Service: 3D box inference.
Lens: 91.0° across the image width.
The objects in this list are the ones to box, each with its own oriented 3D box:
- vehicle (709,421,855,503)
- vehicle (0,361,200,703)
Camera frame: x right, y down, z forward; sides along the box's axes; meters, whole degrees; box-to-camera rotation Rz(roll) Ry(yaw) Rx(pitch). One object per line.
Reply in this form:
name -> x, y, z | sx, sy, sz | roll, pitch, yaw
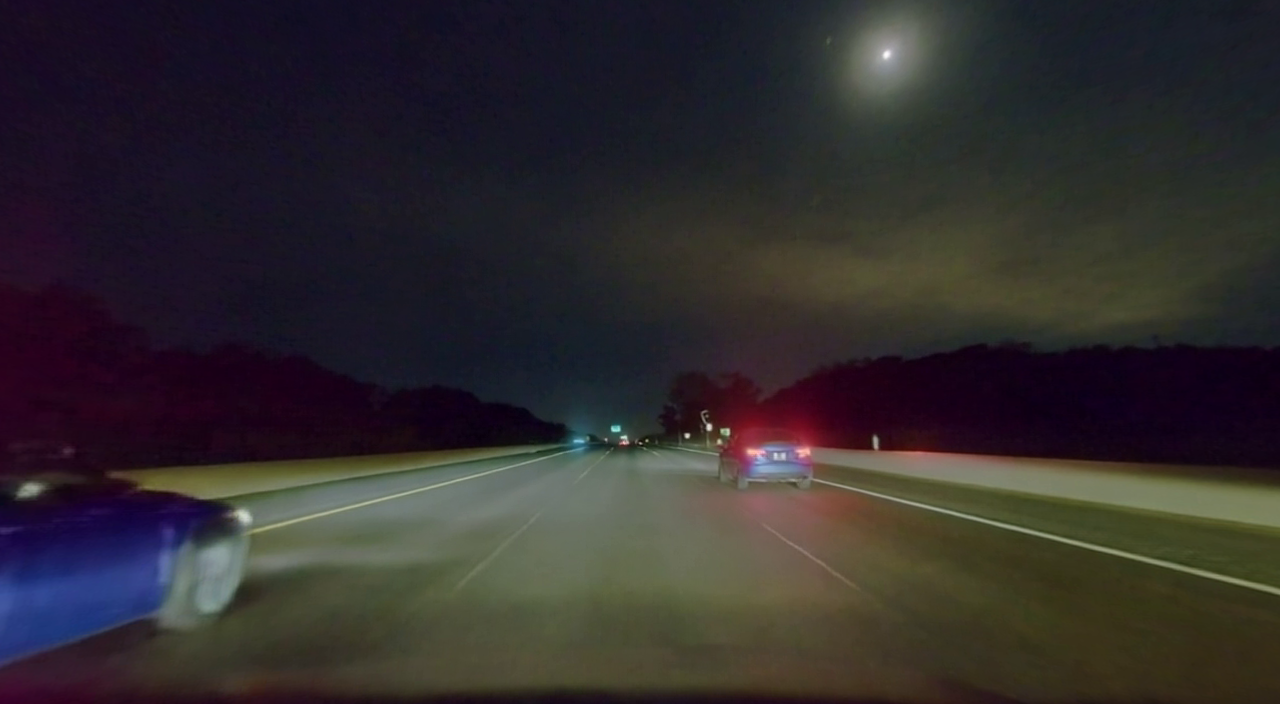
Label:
vehicle -> 3.129, 2.540, 14.968 | 2.349, 1.651, 4.161 | 0, -8, -2
vehicle -> -3.735, 0.701, 1.512 | 2.206, 1.604, 4.374 | 0, -8, -1
